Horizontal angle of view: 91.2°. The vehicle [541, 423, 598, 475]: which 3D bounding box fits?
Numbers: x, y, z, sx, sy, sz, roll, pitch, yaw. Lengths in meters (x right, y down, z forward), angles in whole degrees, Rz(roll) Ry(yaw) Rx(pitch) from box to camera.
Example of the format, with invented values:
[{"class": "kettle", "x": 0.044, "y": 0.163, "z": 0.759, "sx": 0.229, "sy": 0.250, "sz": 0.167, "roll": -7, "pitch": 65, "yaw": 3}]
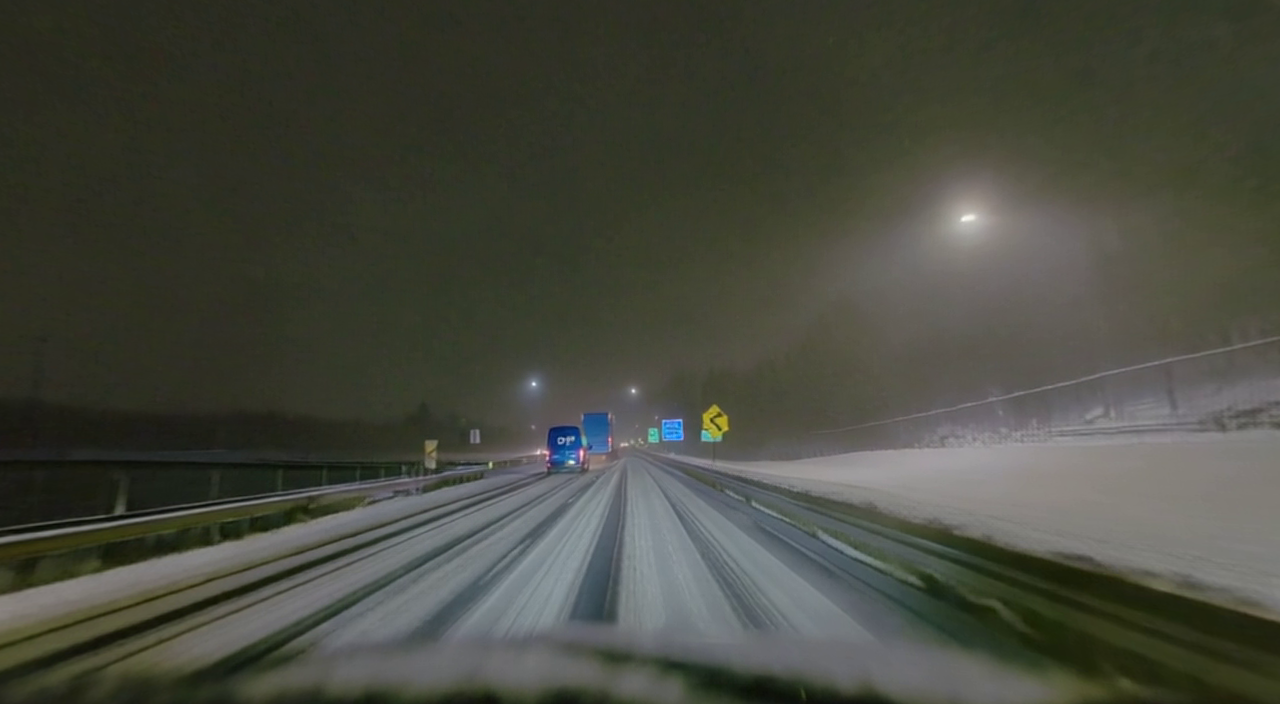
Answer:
[{"class": "vehicle", "x": -3.876, "y": 5.550, "z": 35.947, "sx": 2.463, "sy": 2.640, "sz": 7.034, "roll": 0, "pitch": -9, "yaw": 0}]
